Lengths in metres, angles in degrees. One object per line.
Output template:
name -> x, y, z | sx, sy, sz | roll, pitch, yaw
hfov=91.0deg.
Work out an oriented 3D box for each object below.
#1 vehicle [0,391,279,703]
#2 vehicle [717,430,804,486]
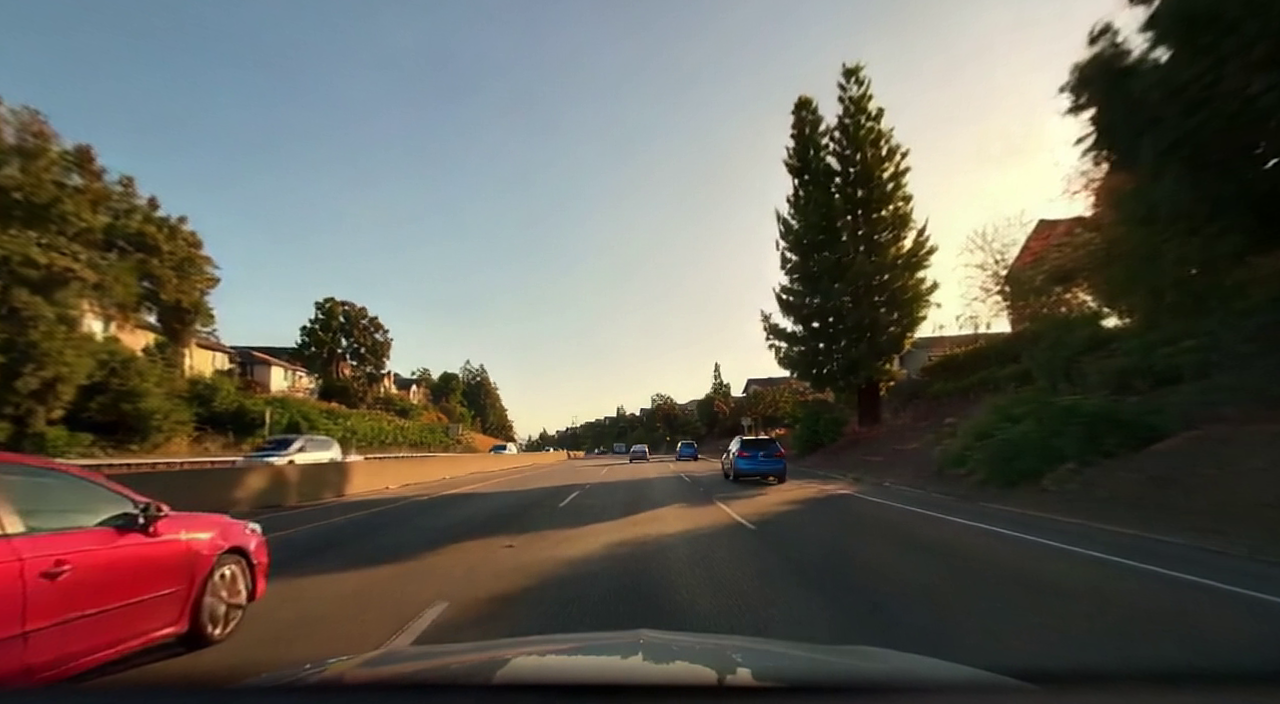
vehicle -> -3.709, 0.890, 2.360 | 2.036, 1.528, 4.400 | 0, -9, 1
vehicle -> 3.964, 3.571, 21.470 | 2.092, 1.686, 4.188 | 0, -9, -1
